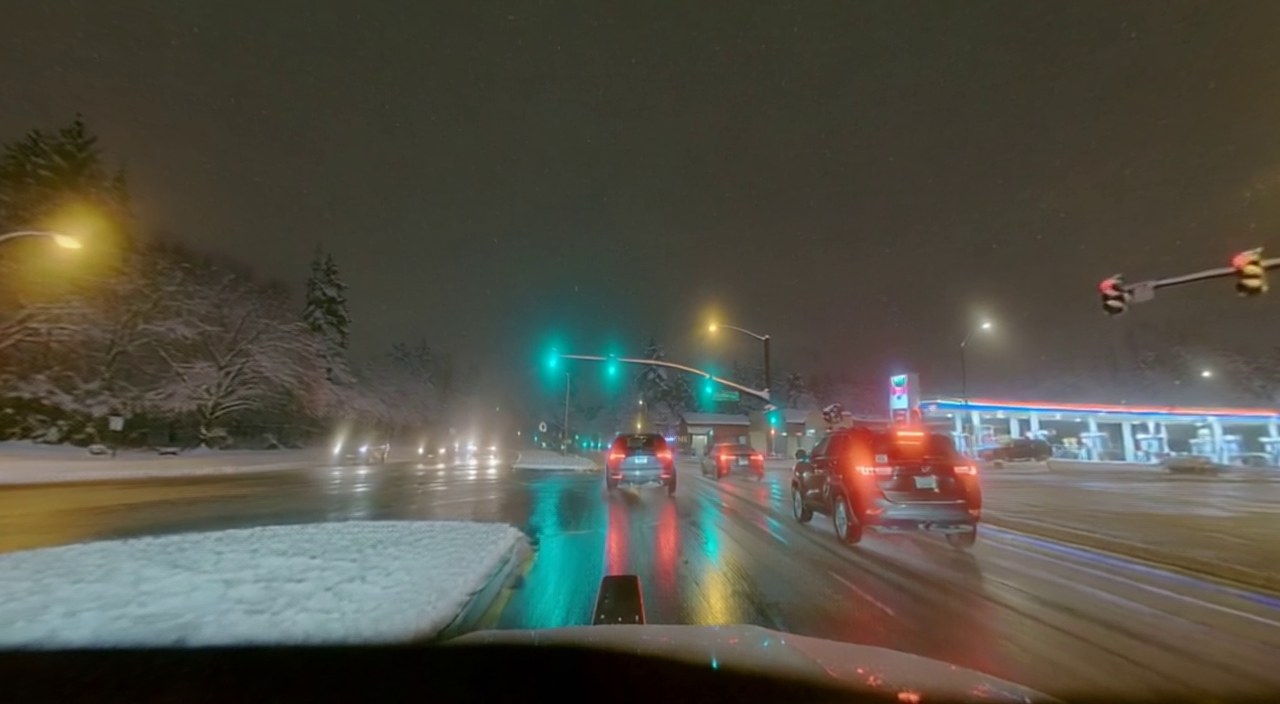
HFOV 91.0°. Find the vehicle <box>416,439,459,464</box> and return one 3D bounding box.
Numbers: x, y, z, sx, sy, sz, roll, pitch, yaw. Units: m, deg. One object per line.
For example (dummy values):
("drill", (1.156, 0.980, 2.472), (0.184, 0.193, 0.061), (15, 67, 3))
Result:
("vehicle", (-14.017, 6.924, 43.859), (2.023, 1.671, 4.174), (1, -8, -7))

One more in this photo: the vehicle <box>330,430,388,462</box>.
("vehicle", (-21.091, 7.094, 47.508), (2.460, 2.257, 5.387), (1, -8, -8))

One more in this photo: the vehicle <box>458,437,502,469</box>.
("vehicle", (-9.583, 6.071, 38.000), (1.992, 1.755, 4.283), (1, -8, -7))

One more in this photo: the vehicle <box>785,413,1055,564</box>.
("vehicle", (3.763, 1.901, 9.498), (2.000, 1.745, 4.206), (0, -8, -2))

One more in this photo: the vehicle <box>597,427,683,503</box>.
("vehicle", (-0.041, 3.019, 17.231), (2.051, 1.798, 4.168), (0, -8, -1))

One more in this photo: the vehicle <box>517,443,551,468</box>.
("vehicle", (-6.722, 6.564, 40.211), (1.987, 1.505, 4.337), (1, -8, -8))

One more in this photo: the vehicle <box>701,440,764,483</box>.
("vehicle", (3.674, 4.416, 25.662), (1.800, 1.592, 3.658), (1, -8, -3))
